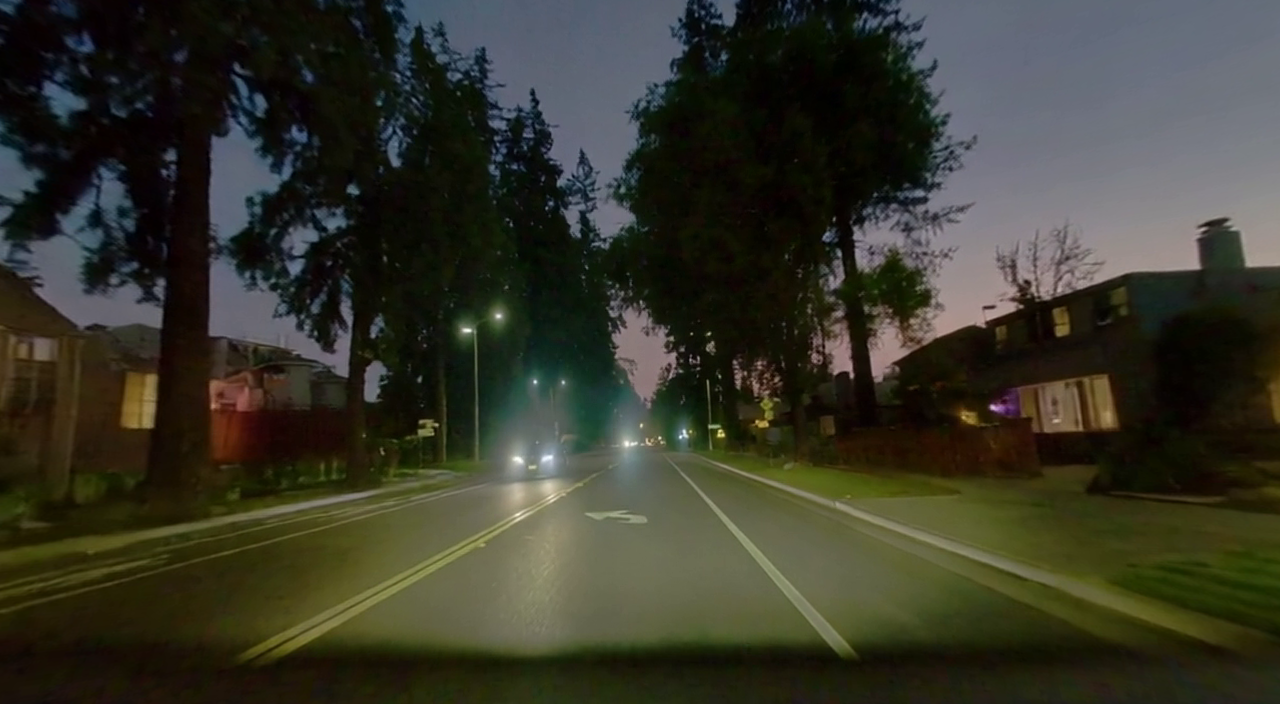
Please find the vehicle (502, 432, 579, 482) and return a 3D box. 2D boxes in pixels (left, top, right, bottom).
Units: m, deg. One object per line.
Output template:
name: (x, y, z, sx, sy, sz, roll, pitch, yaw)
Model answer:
vehicle: (-3.865, 4.177, 25.393, 2.172, 1.793, 4.696, 0, -8, 2)
